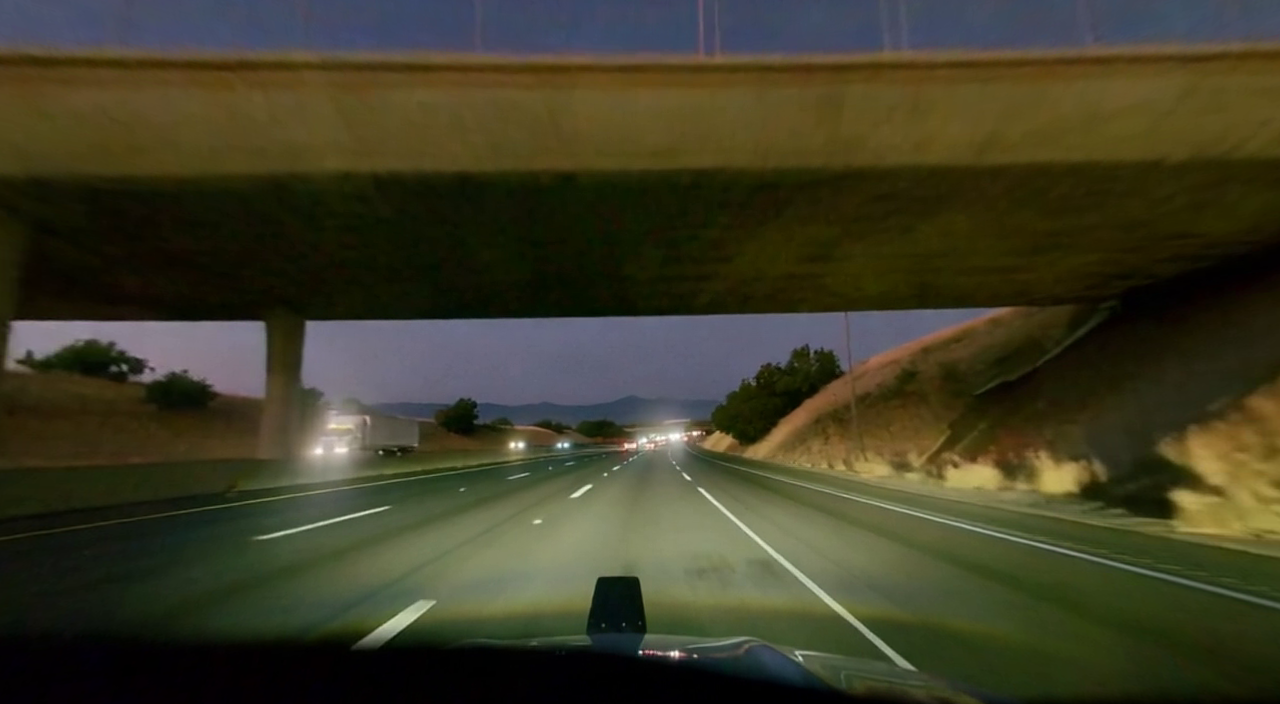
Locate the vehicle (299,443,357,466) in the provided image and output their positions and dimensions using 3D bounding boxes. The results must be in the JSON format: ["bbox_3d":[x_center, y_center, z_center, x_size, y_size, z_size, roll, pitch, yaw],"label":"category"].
[{"bbox_3d":[-23.482,7.715,47.708,1.958,1.613,4.502,0,-9,2],"label":"vehicle"}]
